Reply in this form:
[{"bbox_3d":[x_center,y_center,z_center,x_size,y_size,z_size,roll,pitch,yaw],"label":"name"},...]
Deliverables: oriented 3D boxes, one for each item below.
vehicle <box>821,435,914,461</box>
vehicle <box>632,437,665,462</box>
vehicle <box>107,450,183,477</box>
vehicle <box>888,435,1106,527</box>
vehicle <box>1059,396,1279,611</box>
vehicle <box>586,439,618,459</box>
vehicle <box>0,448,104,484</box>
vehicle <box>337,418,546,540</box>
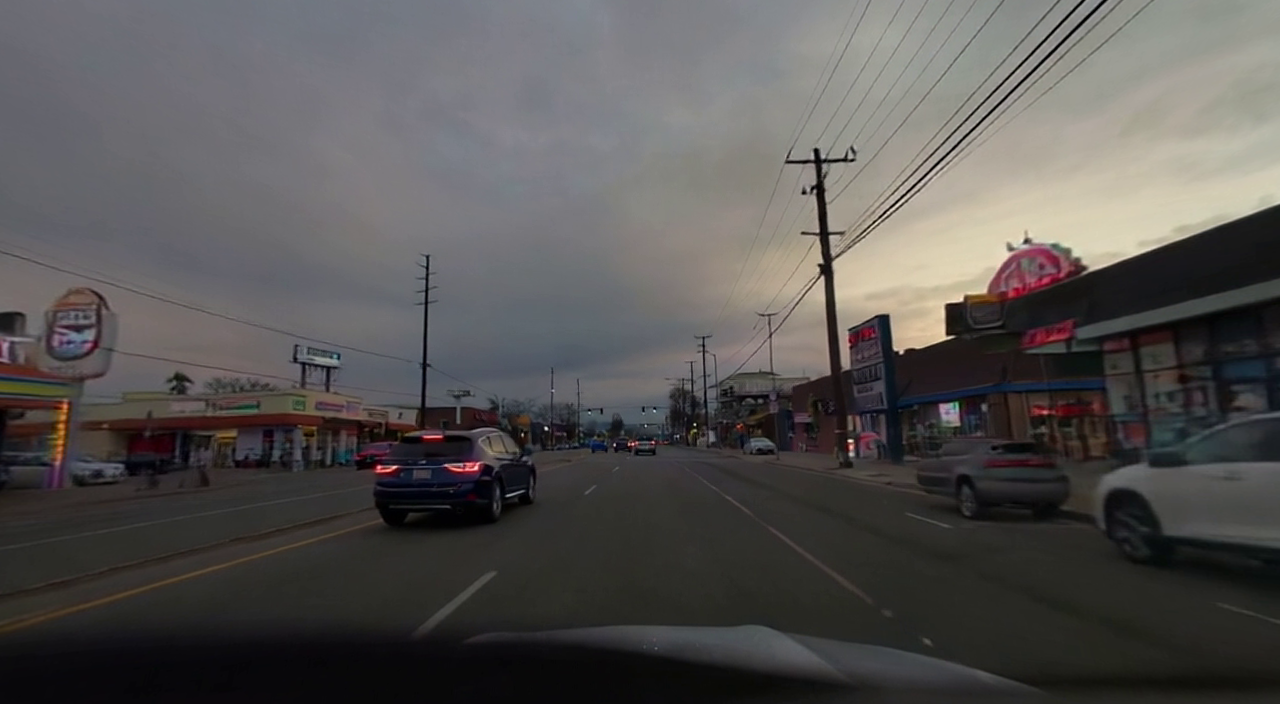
[{"bbox_3d":[13.449,5.703,37.411,4.707,1.485,1.948,0,-9,-2],"label":"vehicle"},{"bbox_3d":[0.573,6.351,41.124,2.037,1.484,4.073,0,-9,0],"label":"vehicle"},{"bbox_3d":[-32.318,7.275,41.130,4.435,1.483,1.990,-5,-8,23],"label":"vehicle"},{"bbox_3d":[6.728,2.444,12.513,1.896,1.497,4.032,0,-9,-1],"label":"vehicle"},{"bbox_3d":[6.481,1.304,5.503,2.129,1.802,5.084,0,-9,0],"label":"vehicle"},{"bbox_3d":[-2.809,7.270,47.277,1.950,1.450,4.257,-1,-9,2],"label":"vehicle"},{"bbox_3d":[-31.025,5.958,33.130,4.589,1.779,2.154,-3,-9,20],"label":"vehicle"},{"bbox_3d":[-3.052,2.076,10.912,2.049,1.646,4.445,-1,-9,2],"label":"vehicle"}]
